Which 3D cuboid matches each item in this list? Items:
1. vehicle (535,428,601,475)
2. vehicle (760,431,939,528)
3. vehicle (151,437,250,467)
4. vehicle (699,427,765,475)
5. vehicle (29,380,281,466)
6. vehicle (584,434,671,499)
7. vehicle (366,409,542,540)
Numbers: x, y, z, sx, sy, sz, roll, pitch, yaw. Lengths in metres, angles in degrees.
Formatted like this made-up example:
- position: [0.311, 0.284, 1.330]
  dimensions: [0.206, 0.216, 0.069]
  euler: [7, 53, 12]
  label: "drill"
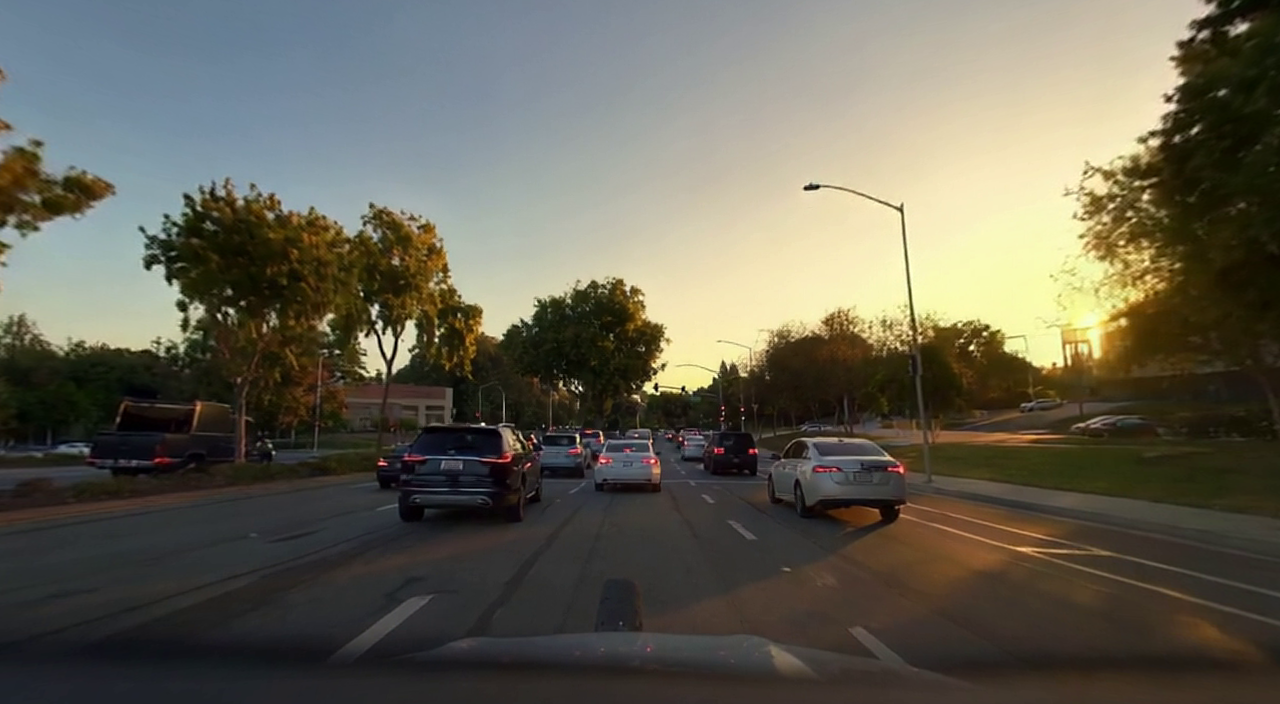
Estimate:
- position: [-3.013, 4.295, 27.391]
  dimensions: [2.218, 1.829, 4.492]
  euler: [0, -8, 2]
  label: "vehicle"
- position: [3.605, 2.259, 11.807]
  dimensions: [1.884, 1.463, 4.195]
  euler: [0, -8, 0]
  label: "vehicle"
- position: [-23.437, 5.362, 33.958]
  dimensions: [1.865, 1.493, 4.712]
  euler: [-1, -8, 2]
  label: "vehicle"
- position: [3.829, 4.207, 27.058]
  dimensions: [2.099, 1.845, 4.363]
  euler: [0, -8, 0]
  label: "vehicle"
- position: [-27.917, 4.522, 38.186]
  dimensions: [3.181, 4.189, 14.107]
  euler: [-1, -8, 4]
  label: "vehicle"
- position: [-0.305, 2.990, 16.920]
  dimensions: [2.030, 1.477, 4.330]
  euler: [0, -8, 0]
  label: "vehicle"
- position: [-2.921, 2.045, 11.264]
  dimensions: [2.111, 1.745, 5.274]
  euler: [1, -8, -7]
  label: "vehicle"
